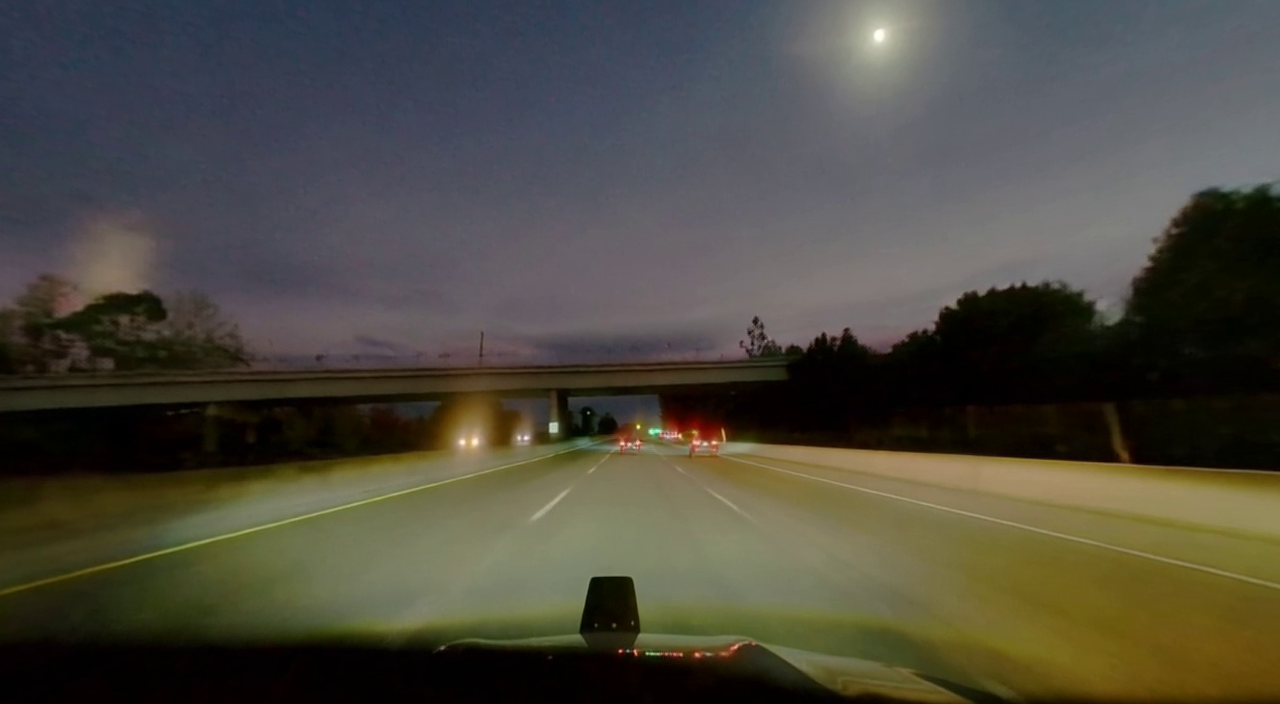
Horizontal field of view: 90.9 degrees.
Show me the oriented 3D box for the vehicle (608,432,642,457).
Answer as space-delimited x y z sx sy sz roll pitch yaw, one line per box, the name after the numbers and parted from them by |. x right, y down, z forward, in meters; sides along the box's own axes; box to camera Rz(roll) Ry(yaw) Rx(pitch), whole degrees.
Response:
-0.919 5.720 39.028 1.987 1.440 3.565 0 -8 -1 | vehicle

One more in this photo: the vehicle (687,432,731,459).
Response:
4.103 5.602 37.998 2.056 1.508 4.093 0 -8 -2 | vehicle
